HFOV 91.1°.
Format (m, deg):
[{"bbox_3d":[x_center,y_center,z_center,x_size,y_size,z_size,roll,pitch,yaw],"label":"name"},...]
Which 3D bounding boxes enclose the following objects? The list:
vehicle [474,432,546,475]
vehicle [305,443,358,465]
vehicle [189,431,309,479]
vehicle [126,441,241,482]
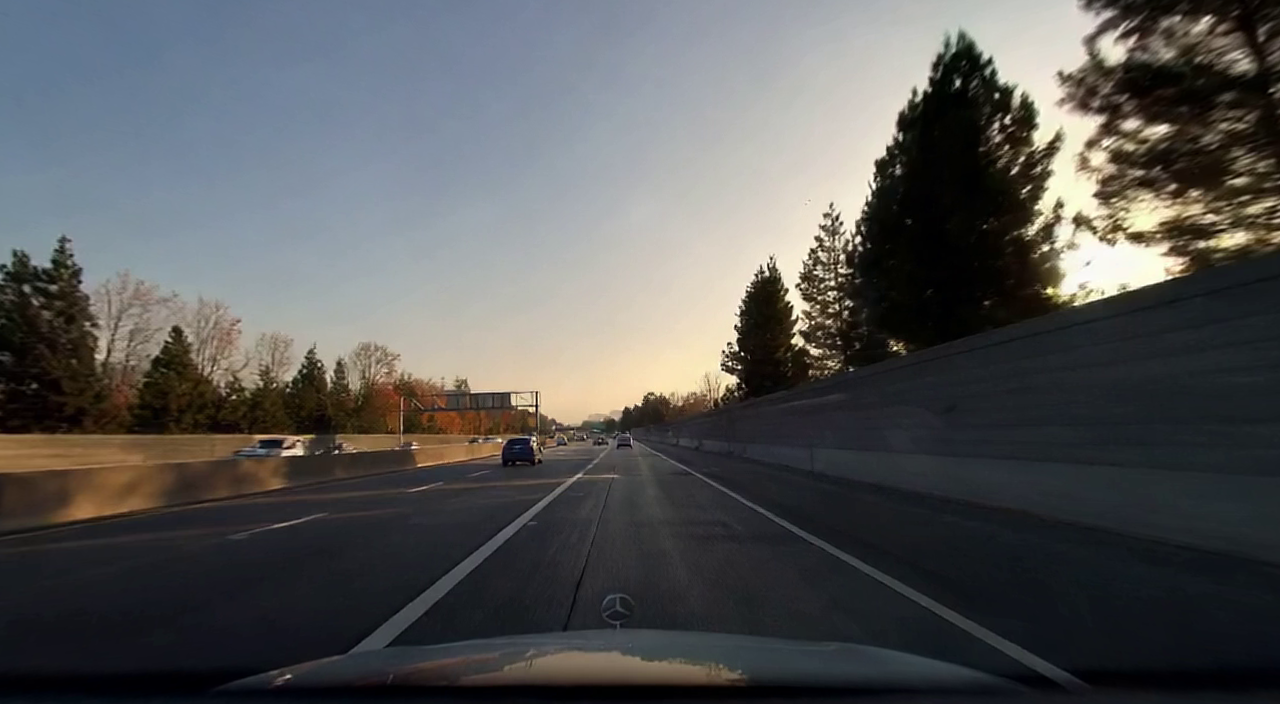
[{"bbox_3d":[-4.874,3.841,24.169,1.988,1.505,4.044,0,-8,-2],"label":"vehicle"},{"bbox_3d":[-24.354,8.028,49.822,1.896,1.640,4.744,0,-8,-1],"label":"vehicle"},{"bbox_3d":[-15.612,4.122,25.467,1.996,1.744,4.578,0,-8,-1],"label":"vehicle"},{"bbox_3d":[-19.477,4.650,27.082,1.838,1.603,4.208,0,-8,-1],"label":"vehicle"}]
